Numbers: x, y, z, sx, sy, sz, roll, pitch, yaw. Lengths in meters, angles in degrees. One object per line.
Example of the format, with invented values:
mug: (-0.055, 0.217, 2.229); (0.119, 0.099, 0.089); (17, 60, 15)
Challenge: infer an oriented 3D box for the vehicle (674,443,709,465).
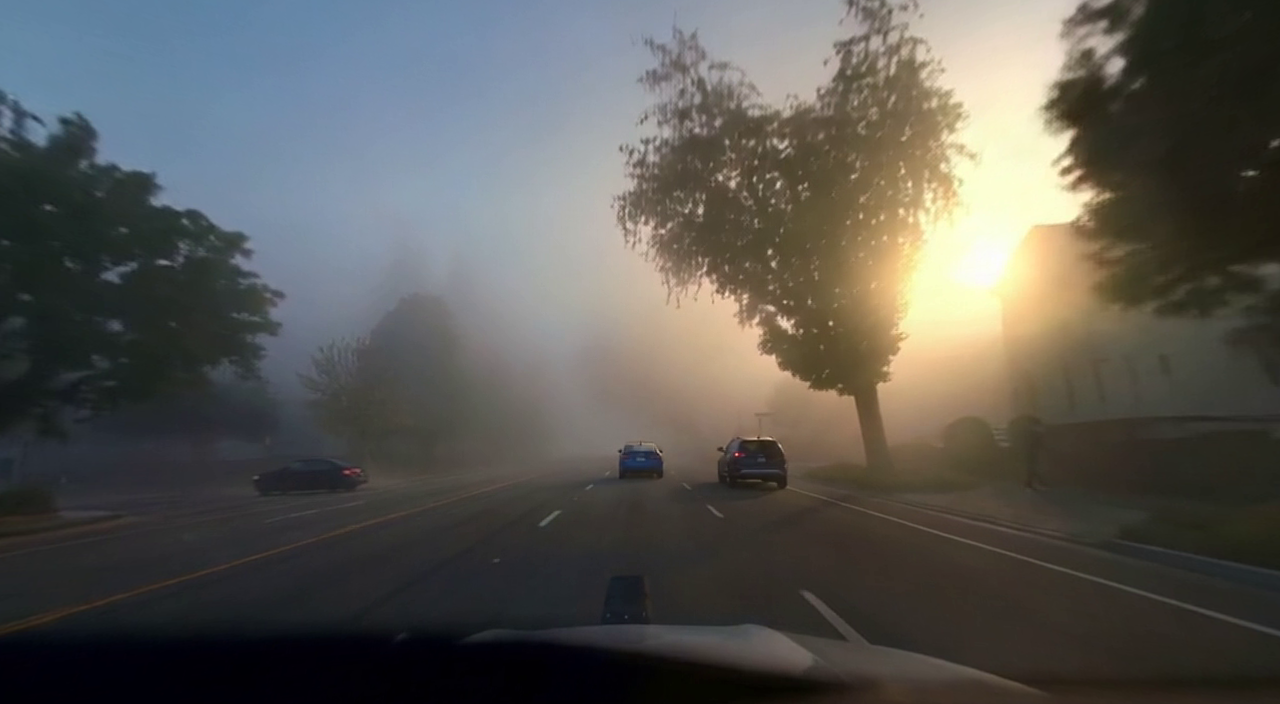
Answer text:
vehicle: (3.570, 7.162, 44.320); (2.099, 1.463, 4.130); (0, -8, -1)

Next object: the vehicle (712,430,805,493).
vehicle: (3.534, 3.379, 19.760); (2.024, 1.711, 4.512); (0, -8, 0)

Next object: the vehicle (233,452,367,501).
vehicle: (-13.383, 4.906, 24.979); (4.296, 1.611, 1.942); (-4, -9, 5)

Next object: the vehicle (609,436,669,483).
vehicle: (-0.033, 4.203, 24.952); (2.200, 1.653, 4.127); (0, -8, 0)
